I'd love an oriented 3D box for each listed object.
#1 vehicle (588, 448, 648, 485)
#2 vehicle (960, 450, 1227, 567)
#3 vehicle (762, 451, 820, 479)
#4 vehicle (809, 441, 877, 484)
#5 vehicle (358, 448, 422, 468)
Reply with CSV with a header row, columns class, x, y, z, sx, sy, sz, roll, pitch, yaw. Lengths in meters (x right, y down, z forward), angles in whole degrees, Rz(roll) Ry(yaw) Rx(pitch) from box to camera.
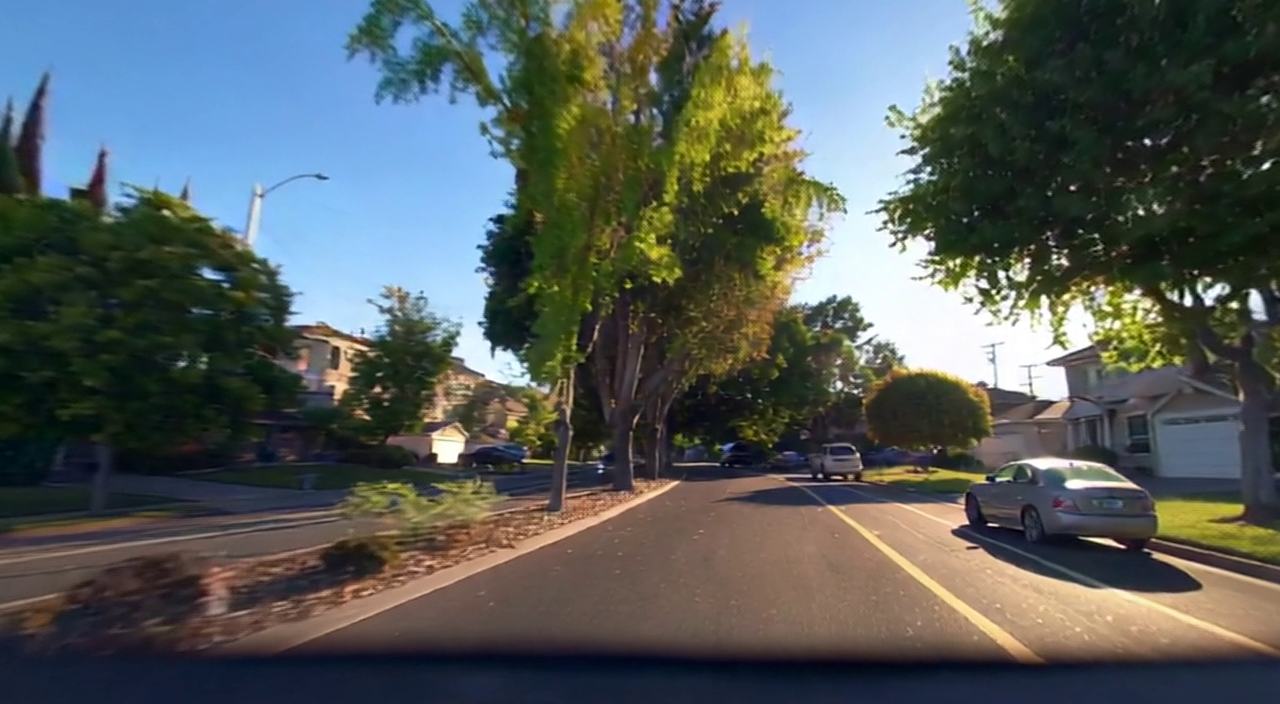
class,x,y,z,sx,sy,sz,roll,pitch,yaw
vehicle,-0.953,5.291,29.625,2.058,1.551,4.247,-1,-8,9
vehicle,7.440,2.525,11.061,2.080,1.543,4.294,-1,-8,11
vehicle,10.430,7.860,44.209,2.713,1.671,4.939,1,-8,-2
vehicle,10.779,5.888,33.995,2.305,2.111,4.965,0,-8,4
vehicle,-19.005,8.048,48.119,3.977,1.501,2.143,0,-9,3
